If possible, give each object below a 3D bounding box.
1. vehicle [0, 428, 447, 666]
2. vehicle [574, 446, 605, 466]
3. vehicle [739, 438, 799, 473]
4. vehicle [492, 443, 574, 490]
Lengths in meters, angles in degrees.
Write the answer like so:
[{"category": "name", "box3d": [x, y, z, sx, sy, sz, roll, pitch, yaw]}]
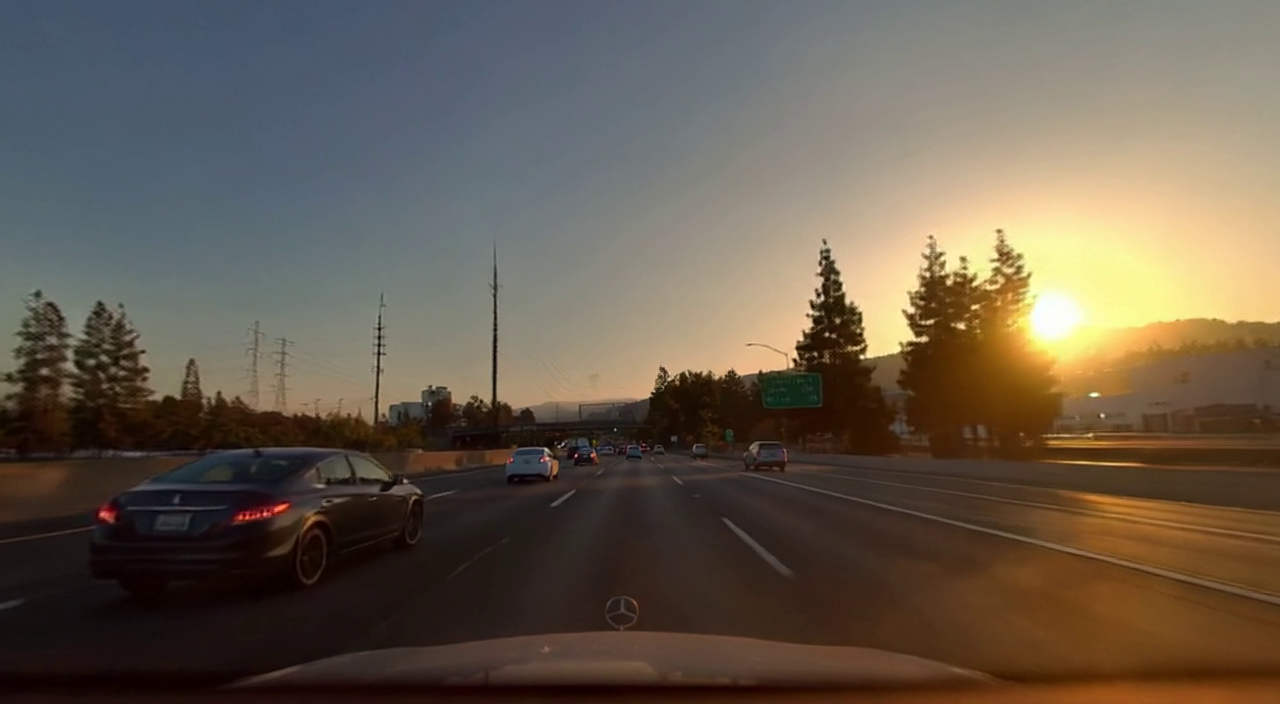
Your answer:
[{"category": "vehicle", "box3d": [-3.520, 1.522, 6.056, 1.959, 1.433, 4.291, 0, -9, 0]}, {"category": "vehicle", "box3d": [-3.831, 7.983, 48.663, 2.078, 1.464, 4.093, 0, -9, 0]}, {"category": "vehicle", "box3d": [6.827, 5.547, 33.963, 2.147, 1.769, 4.666, 0, -9, -1]}, {"category": "vehicle", "box3d": [-3.651, 4.012, 22.454, 2.047, 1.469, 4.614, 0, -9, 1]}]
